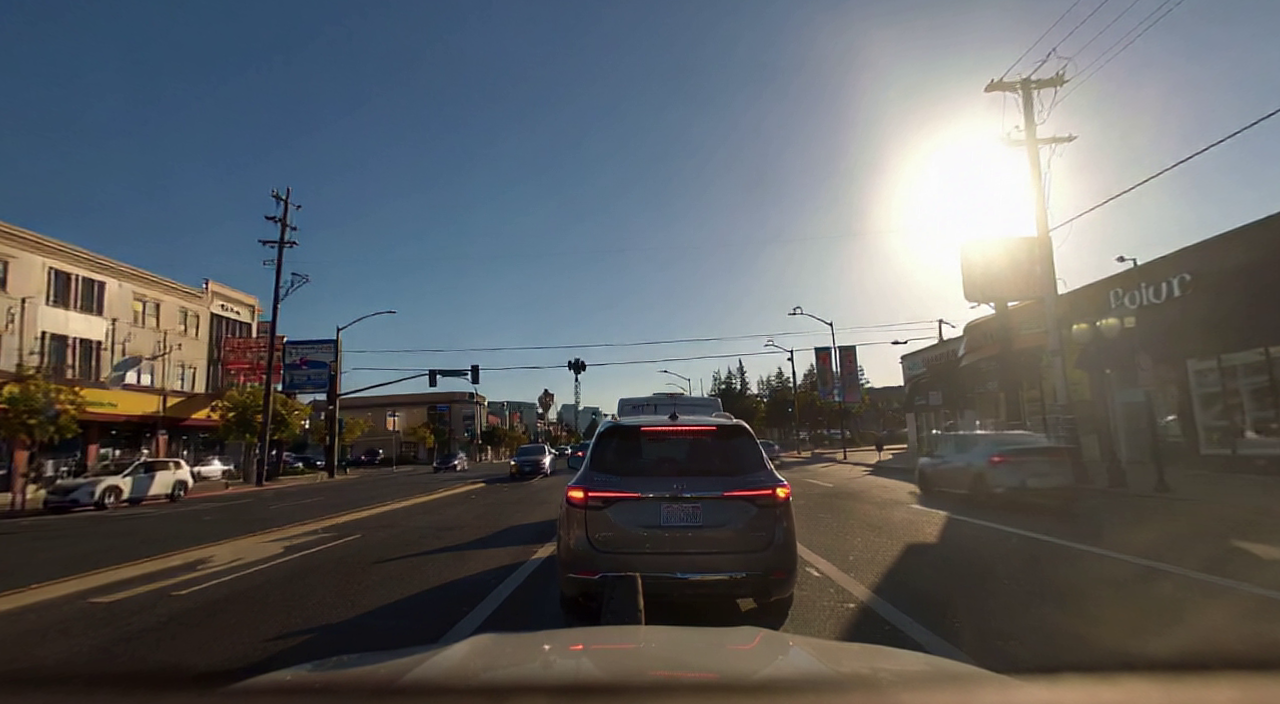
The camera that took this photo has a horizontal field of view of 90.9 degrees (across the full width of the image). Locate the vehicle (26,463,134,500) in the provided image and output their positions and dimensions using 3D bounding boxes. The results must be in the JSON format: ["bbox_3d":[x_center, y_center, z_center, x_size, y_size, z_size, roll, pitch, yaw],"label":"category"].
[{"bbox_3d":[-28.640,6.622,32.431,2.018,1.716,4.042,-1,-10,-5],"label":"vehicle"}]

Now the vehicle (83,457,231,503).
[{"bbox_3d":[-20.201,5.286,26.510,4.608,1.659,1.981,8,-12,-44],"label":"vehicle"}]

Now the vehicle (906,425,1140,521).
[{"bbox_3d":[6.973,2.237,12.141,1.900,1.507,4.151,0,-8,0],"label":"vehicle"}]

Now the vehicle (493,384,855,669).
[{"bbox_3d":[0.201,1.311,5.735,2.125,1.669,3.880,0,-8,0],"label":"vehicle"}]

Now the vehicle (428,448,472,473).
[{"bbox_3d":[-13.897,7.908,46.260,1.965,1.695,4.284,0,-8,-1],"label":"vehicle"}]
